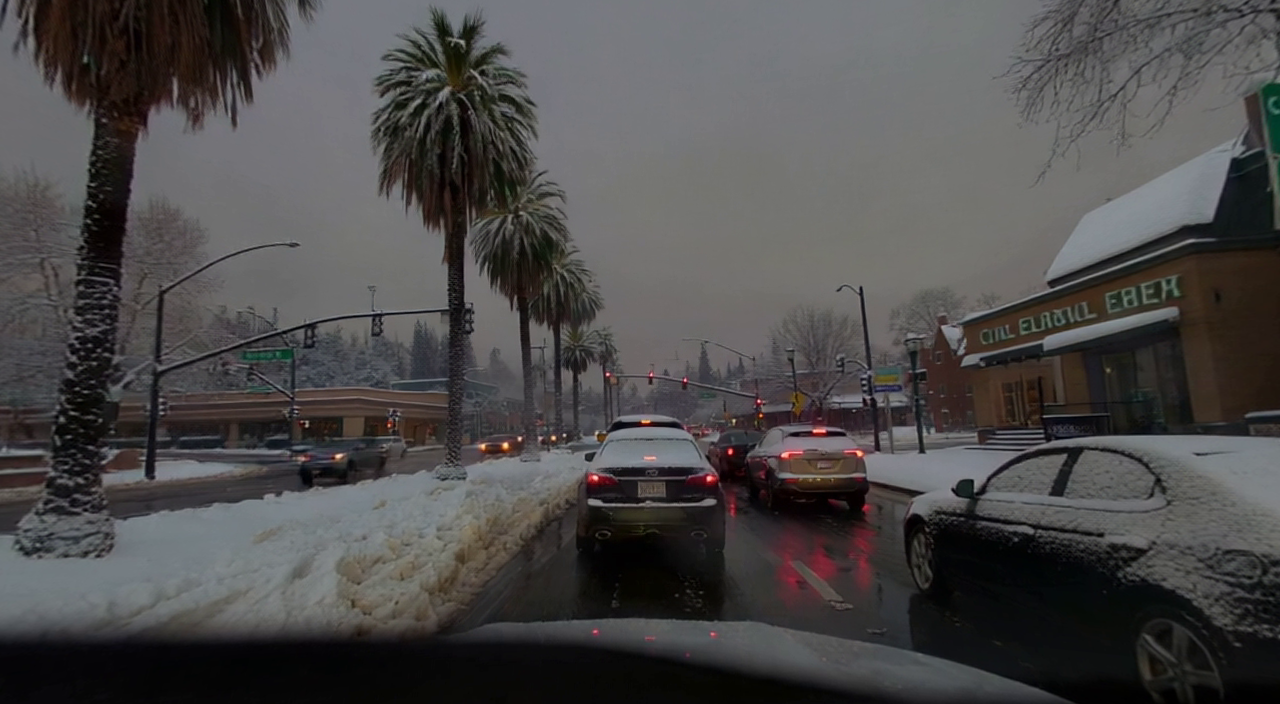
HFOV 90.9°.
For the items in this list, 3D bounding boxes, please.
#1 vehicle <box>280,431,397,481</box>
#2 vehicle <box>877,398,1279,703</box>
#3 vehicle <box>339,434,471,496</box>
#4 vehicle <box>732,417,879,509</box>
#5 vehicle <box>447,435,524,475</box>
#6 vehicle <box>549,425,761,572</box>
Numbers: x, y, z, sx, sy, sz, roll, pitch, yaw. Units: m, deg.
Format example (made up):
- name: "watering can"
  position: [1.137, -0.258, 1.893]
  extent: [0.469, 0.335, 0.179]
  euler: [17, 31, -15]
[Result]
- name: "vehicle"
  position: [-11.118, 3.858, 23.700]
  extent: [2.034, 1.680, 4.543]
  euler: [0, -8, 2]
- name: "vehicle"
  position: [3.527, 1.224, 4.473]
  extent: [1.910, 1.490, 4.661]
  euler: [0, -8, 1]
- name: "vehicle"
  position: [-6.256, 3.050, 17.379]
  extent: [1.900, 1.487, 4.165]
  euler: [0, -8, 2]
- name: "vehicle"
  position: [3.489, 2.445, 14.300]
  extent: [2.169, 1.751, 4.276]
  euler: [0, -8, 0]
- name: "vehicle"
  position: [-6.043, 4.097, 25.220]
  extent: [1.822, 1.456, 4.396]
  euler: [-1, -8, 2]
- name: "vehicle"
  position: [0.166, 1.788, 8.457]
  extent: [2.140, 1.474, 4.026]
  euler: [0, -8, 0]
